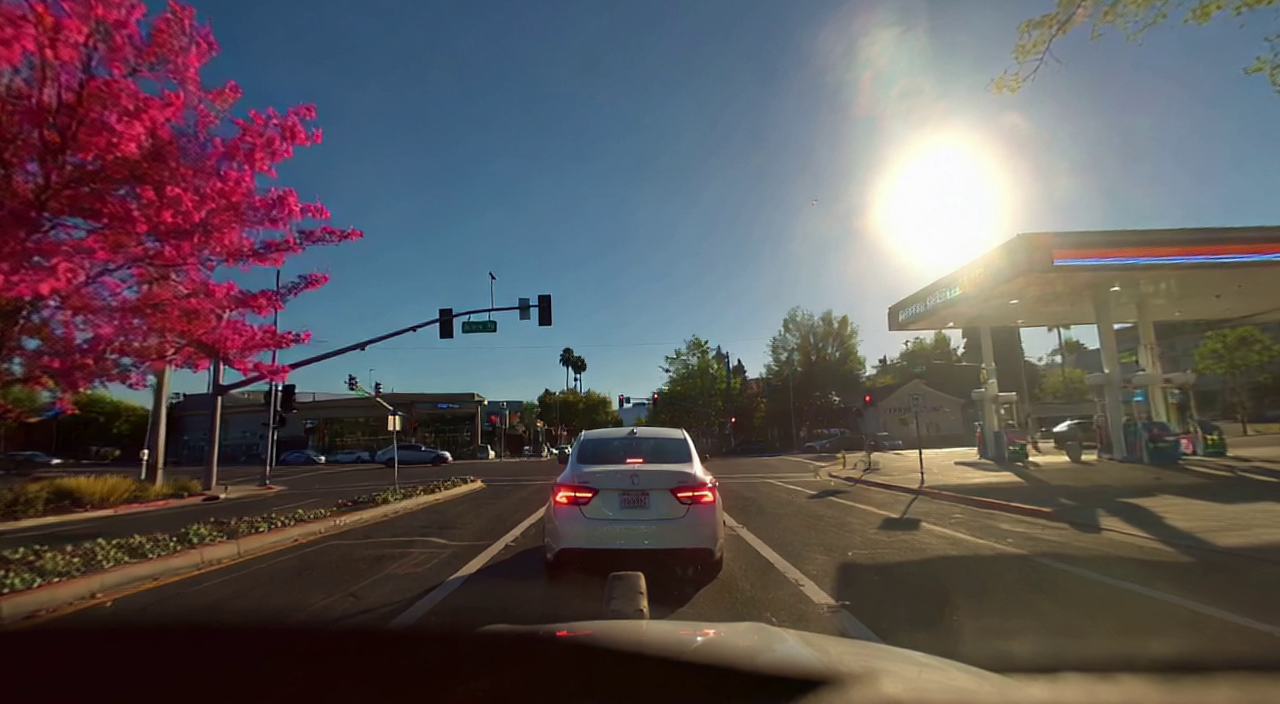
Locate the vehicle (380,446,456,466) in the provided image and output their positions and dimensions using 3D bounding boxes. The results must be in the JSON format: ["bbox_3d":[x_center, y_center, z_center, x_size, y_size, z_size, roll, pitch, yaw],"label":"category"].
[{"bbox_3d":[-16.212,7.601,46.101,4.813,1.455,1.889,-1,-8,4],"label":"vehicle"}]

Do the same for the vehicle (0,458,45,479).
[{"bbox_3d":[-44.916,8.180,44.335,4.380,1.409,1.841,-1,-8,6],"label":"vehicle"}]

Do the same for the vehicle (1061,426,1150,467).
[{"bbox_3d":[18.549,3.746,25.052,4.091,1.495,2.053,8,-12,-44],"label":"vehicle"}]

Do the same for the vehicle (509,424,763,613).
[{"bbox_3d":[-0.051,1.623,7.104,2.010,1.482,4.057,0,-8,0],"label":"vehicle"}]
